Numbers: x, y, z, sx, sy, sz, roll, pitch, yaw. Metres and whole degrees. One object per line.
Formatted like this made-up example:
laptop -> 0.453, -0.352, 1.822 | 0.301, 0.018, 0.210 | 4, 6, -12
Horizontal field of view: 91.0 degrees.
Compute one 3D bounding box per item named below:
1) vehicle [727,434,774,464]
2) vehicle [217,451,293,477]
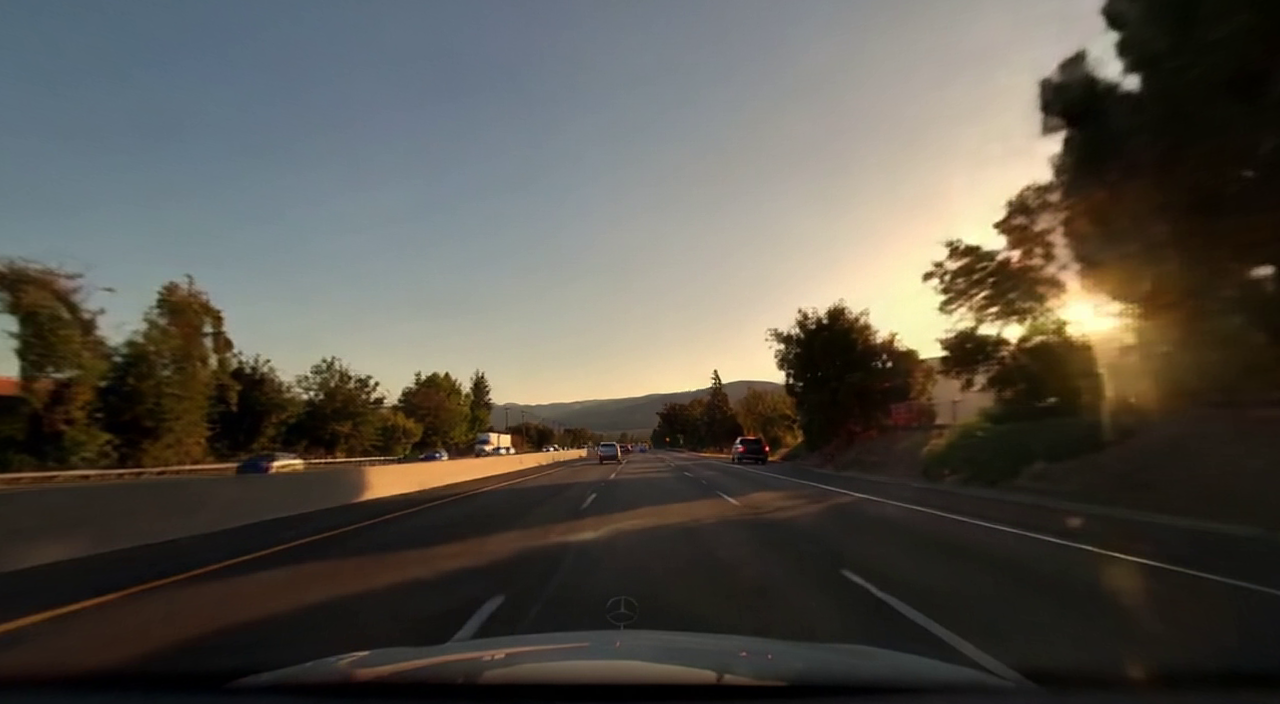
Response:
vehicle -> 8.310, 7.395, 48.029 | 2.440, 2.132, 6.219 | 0, -9, 0
vehicle -> -24.625, 7.172, 40.482 | 1.877, 1.531, 4.712 | 0, -9, 0
